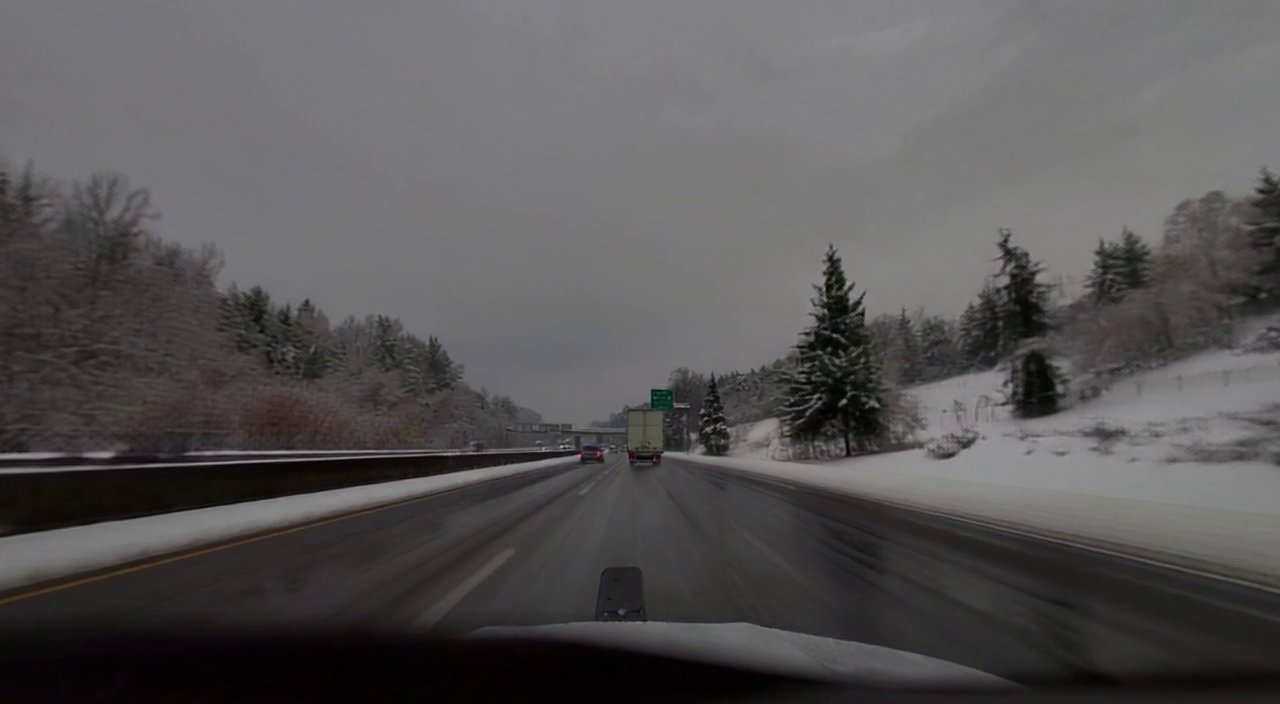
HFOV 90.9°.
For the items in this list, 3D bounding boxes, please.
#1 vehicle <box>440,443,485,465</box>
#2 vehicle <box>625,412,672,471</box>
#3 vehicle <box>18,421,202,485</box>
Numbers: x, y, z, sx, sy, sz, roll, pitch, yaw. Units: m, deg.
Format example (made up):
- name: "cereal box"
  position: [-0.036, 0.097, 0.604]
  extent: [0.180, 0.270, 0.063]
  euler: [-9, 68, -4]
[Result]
- name: "vehicle"
  position: [-12.642, 7.286, 45.058]
  extent: [2.104, 1.492, 3.856]
  euler: [0, -9, 0]
- name: "vehicle"
  position: [0.454, 6.305, 43.999]
  extent: [2.893, 3.628, 9.081]
  euler: [0, -9, -1]
- name: "vehicle"
  position: [-16.897, 3.266, 20.475]
  extent: [2.073, 1.817, 4.402]
  euler: [0, -9, 0]
